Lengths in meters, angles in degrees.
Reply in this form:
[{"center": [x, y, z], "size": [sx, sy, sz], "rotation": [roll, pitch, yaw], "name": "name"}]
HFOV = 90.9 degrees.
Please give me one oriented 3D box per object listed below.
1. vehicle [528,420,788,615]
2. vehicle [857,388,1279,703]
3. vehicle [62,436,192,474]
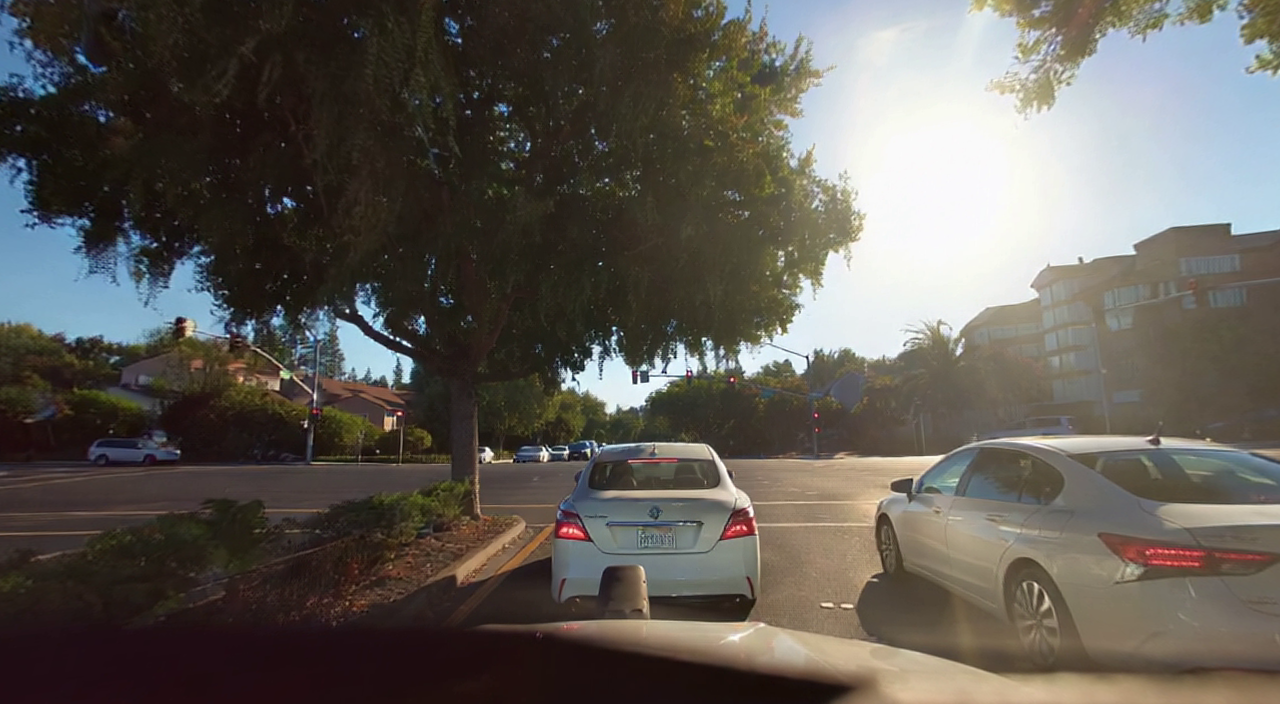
[{"center": [0.100, 1.565, 6.877], "size": [2.017, 1.485, 3.813], "rotation": [0, -8, -1], "name": "vehicle"}, {"center": [3.168, 1.122, 3.897], "size": [1.931, 1.493, 4.555], "rotation": [0, -8, -1], "name": "vehicle"}, {"center": [-24.287, 4.869, 29.982], "size": [4.450, 1.684, 1.894], "rotation": [0, -8, 0], "name": "vehicle"}]
